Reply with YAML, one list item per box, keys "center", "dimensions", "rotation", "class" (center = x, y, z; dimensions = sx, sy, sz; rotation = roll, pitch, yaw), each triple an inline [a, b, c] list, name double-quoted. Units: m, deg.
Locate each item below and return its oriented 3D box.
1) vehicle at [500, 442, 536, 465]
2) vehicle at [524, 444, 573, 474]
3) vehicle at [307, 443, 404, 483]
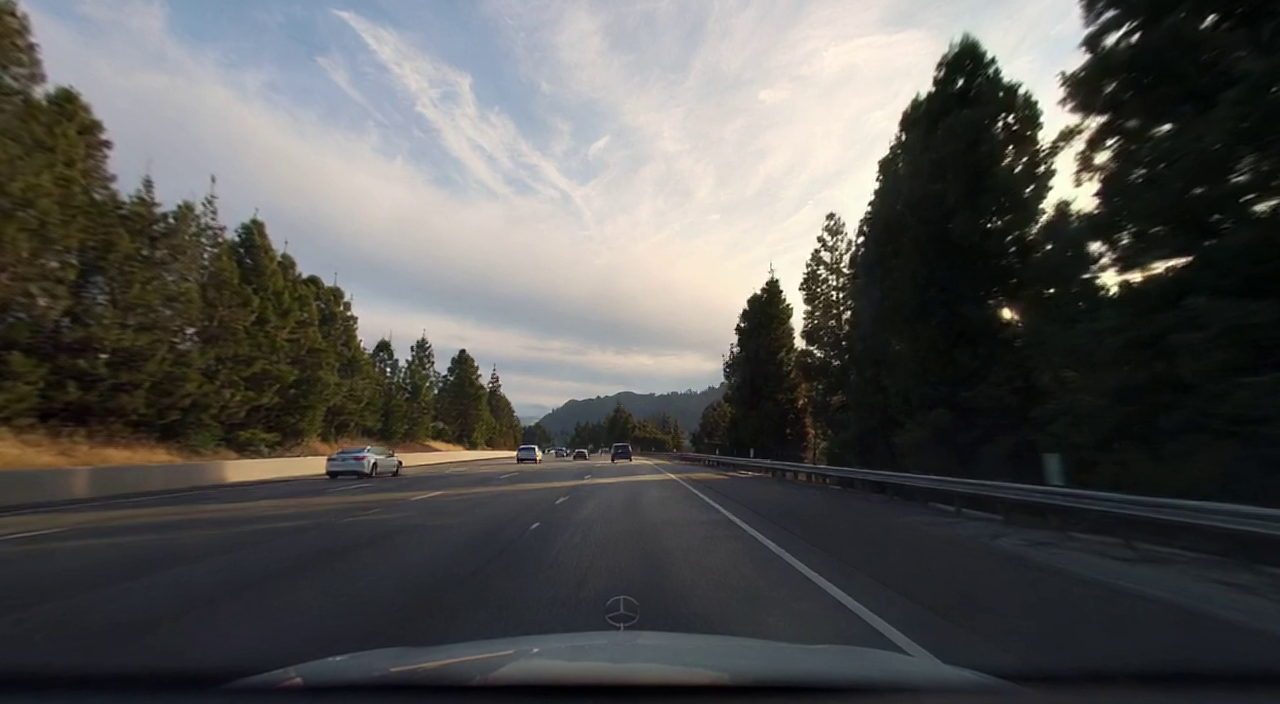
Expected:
- center: [-9.080, 7.582, 47.211]
  dimensions: [2.015, 1.608, 4.294]
  rotation: [0, -9, -3]
  class: "vehicle"
- center: [-4.721, 5.579, 33.047]
  dimensions: [2.120, 1.458, 4.031]
  rotation: [0, -9, -2]
  class: "vehicle"
- center: [-11.506, 4.507, 25.884]
  dimensions: [1.960, 1.487, 4.593]
  rotation: [0, -9, -2]
  class: "vehicle"
